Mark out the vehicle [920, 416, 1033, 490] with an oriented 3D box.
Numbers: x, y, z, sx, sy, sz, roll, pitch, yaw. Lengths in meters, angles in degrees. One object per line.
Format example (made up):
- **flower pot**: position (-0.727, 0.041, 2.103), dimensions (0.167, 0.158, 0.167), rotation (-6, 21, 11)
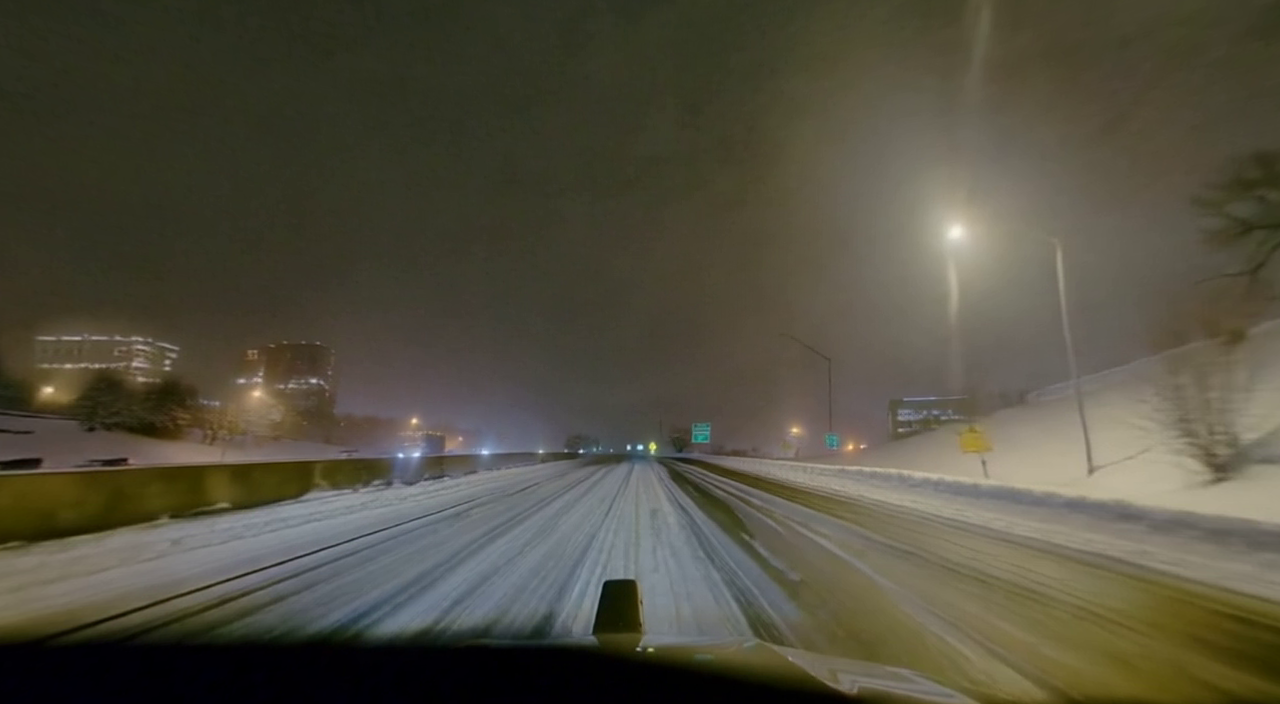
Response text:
- **vehicle**: position (13.615, 4.114, 25.800), dimensions (2.789, 2.778, 3.541), rotation (0, -9, 6)
